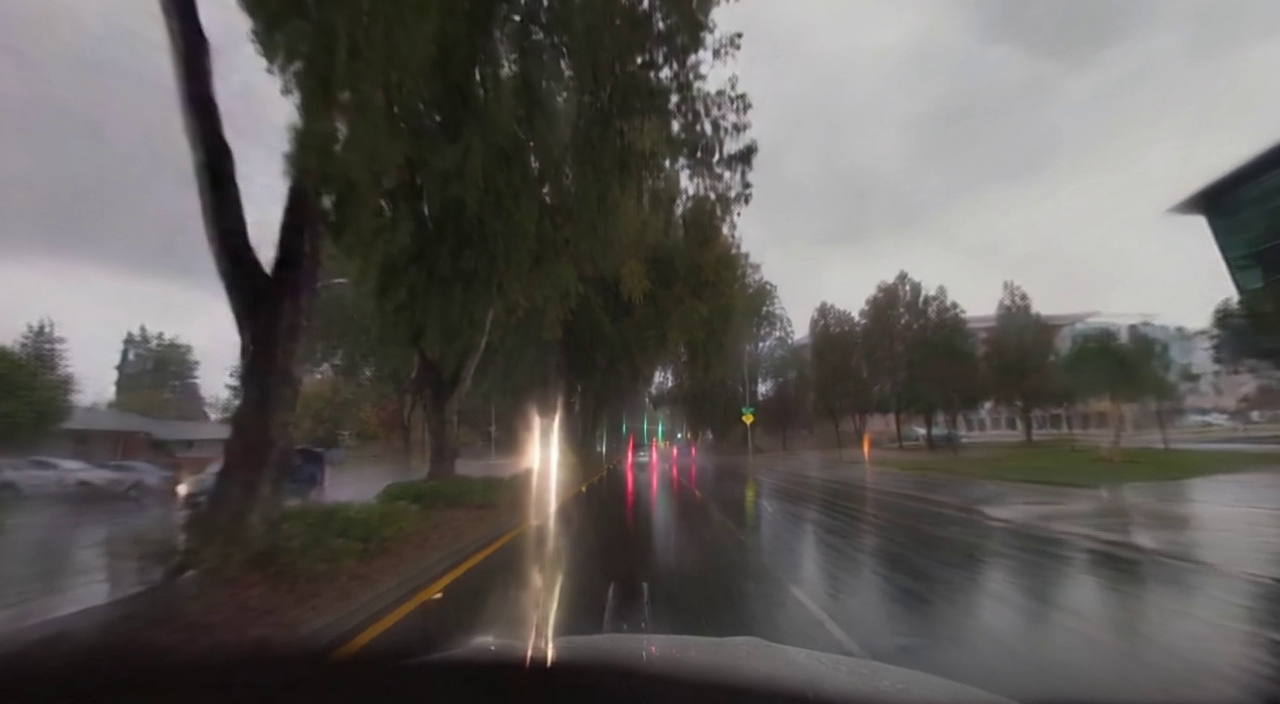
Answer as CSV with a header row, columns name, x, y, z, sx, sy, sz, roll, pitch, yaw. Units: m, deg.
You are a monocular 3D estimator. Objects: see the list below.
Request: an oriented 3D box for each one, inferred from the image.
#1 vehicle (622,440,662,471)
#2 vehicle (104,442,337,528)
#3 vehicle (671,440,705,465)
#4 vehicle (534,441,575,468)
name,x,y,z,sx,sy,sz,roll,pitch,yaw
vehicle,0.151,5.785,35.362,2.109,1.612,3.963,0,-8,1
vehicle,-9.905,3.120,15.611,2.064,1.722,5.226,0,-8,1
vehicle,3.498,7.419,46.727,2.189,1.766,4.495,0,-8,0
vehicle,-6.102,7.366,45.582,2.247,1.825,4.618,0,-8,1
